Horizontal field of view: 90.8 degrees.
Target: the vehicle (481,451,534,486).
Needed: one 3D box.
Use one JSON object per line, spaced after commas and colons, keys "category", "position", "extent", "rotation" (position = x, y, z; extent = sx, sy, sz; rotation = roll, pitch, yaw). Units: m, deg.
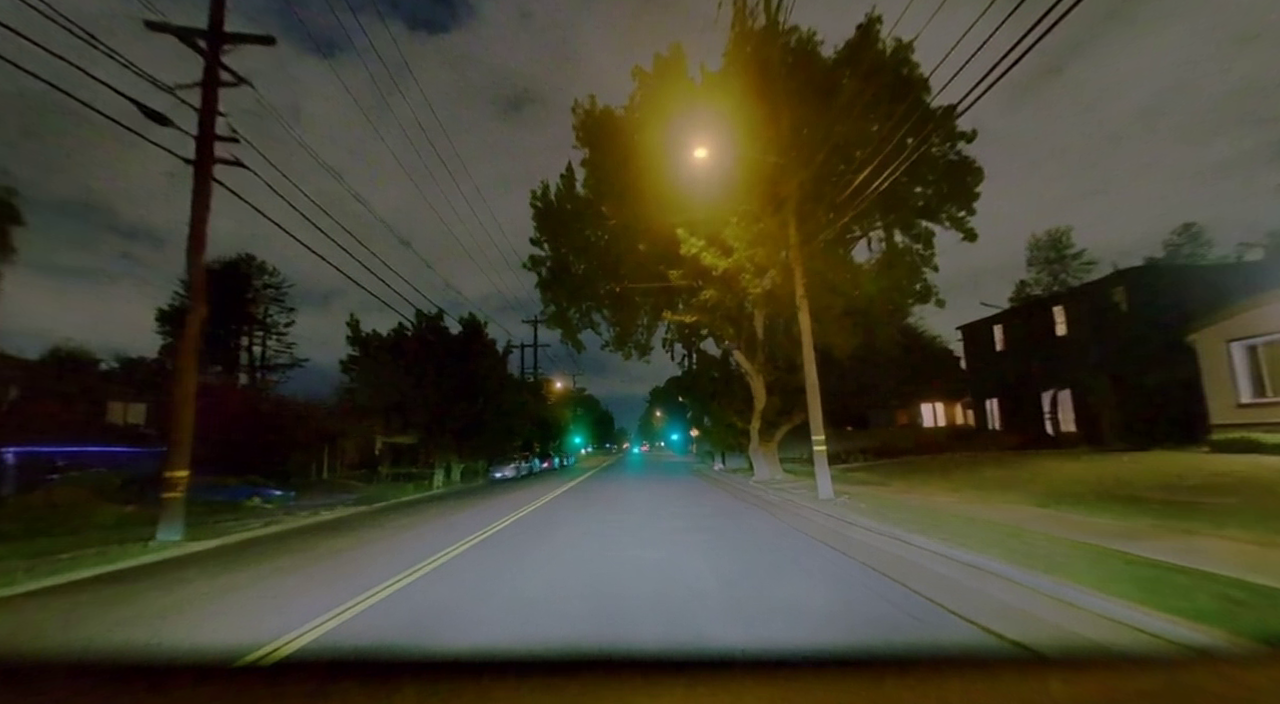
{"category": "vehicle", "position": [-7.274, 6.411, 35.143], "extent": [1.869, 1.442, 4.344], "rotation": [-9, -8, -1]}
